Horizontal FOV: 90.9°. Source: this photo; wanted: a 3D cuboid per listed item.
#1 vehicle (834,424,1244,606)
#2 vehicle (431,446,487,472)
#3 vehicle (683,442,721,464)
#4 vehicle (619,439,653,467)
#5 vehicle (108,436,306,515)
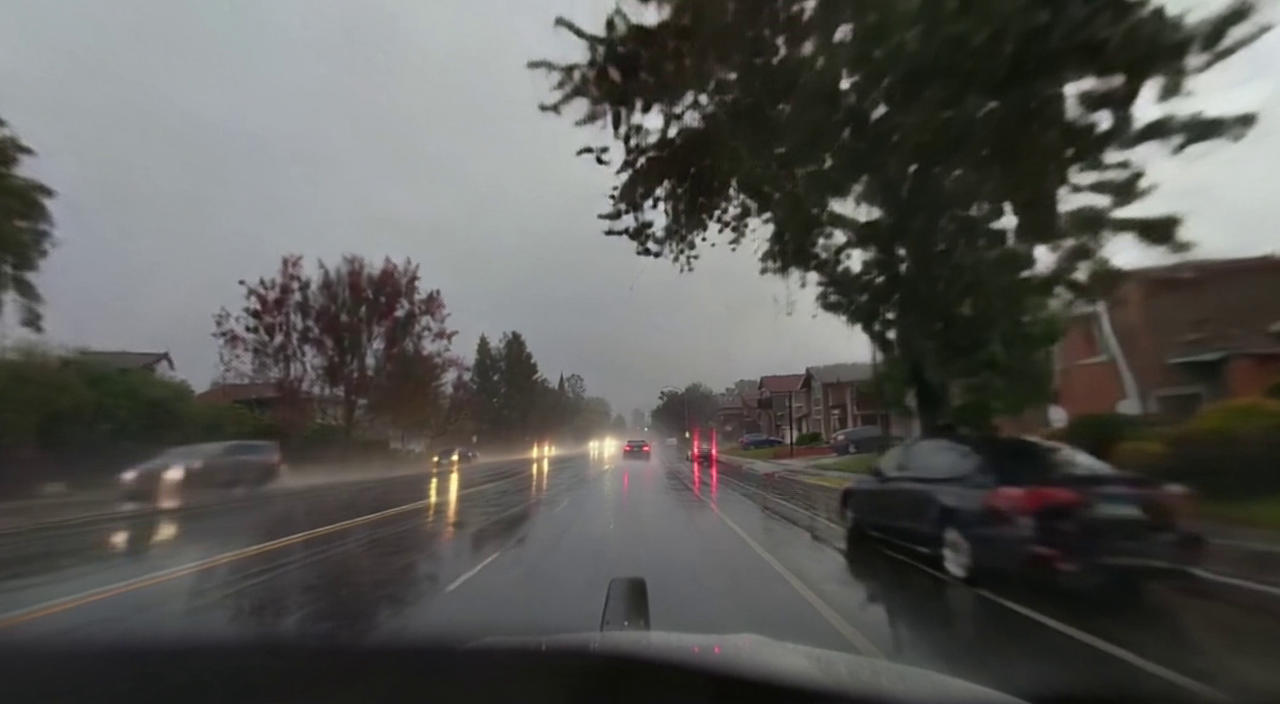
[{"bbox_3d":[4.066,1.712,7.595,2.045,1.517,4.394,0,-8,0],"label":"vehicle"},{"bbox_3d":[-11.338,6.709,39.776,2.003,1.457,4.762,-1,-8,1],"label":"vehicle"},{"bbox_3d":[4.380,7.206,45.333,2.080,1.469,4.898,0,-8,-1],"label":"vehicle"},{"bbox_3d":[-0.252,6.275,39.357,2.024,1.655,4.301,0,-8,0],"label":"vehicle"},{"bbox_3d":[-11.073,3.151,16.667,2.007,1.689,4.541,-2,-8,0],"label":"vehicle"}]
